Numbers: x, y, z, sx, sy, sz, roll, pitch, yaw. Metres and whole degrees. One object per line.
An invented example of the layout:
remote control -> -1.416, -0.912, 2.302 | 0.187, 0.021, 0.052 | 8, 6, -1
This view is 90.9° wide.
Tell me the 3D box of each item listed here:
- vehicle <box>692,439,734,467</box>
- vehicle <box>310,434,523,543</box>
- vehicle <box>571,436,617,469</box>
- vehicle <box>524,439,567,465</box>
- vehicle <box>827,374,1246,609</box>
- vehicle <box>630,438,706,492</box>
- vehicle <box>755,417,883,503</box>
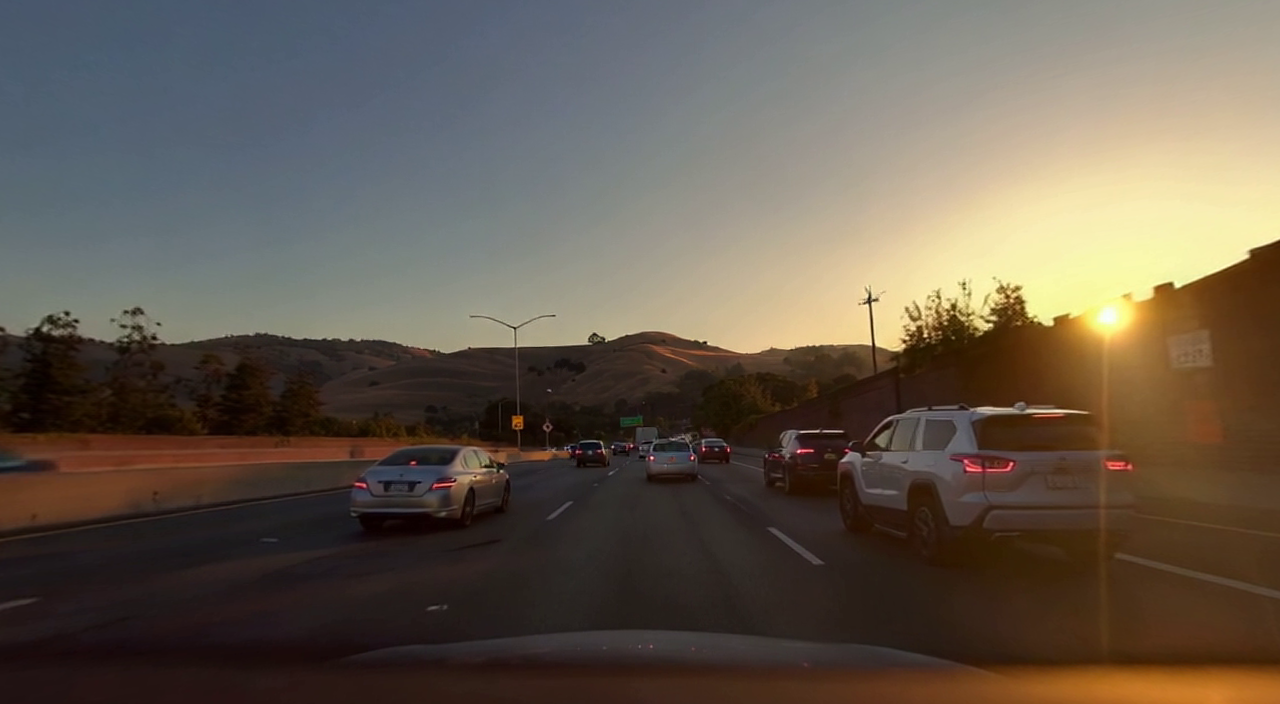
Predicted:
vehicle -> 4.122, 5.743, 36.100 | 1.855, 1.513, 3.915 | 0, -8, -1
vehicle -> -3.454, 2.173, 10.799 | 1.961, 1.456, 4.362 | 0, -8, 1
vehicle -> -2.653, 5.939, 37.572 | 2.154, 1.793, 4.736 | 0, -8, 3
vehicle -> -6.526, 6.954, 44.095 | 2.055, 1.751, 4.825 | 0, -8, 2
vehicle -> 3.757, 1.399, 7.183 | 1.930, 1.831, 4.344 | 0, -8, 1
vehicle -> 0.765, 3.429, 19.546 | 2.105, 1.471, 3.978 | 0, -8, 0
vehicle -> 4.350, 2.698, 16.186 | 1.970, 1.872, 4.575 | 0, -8, 0
